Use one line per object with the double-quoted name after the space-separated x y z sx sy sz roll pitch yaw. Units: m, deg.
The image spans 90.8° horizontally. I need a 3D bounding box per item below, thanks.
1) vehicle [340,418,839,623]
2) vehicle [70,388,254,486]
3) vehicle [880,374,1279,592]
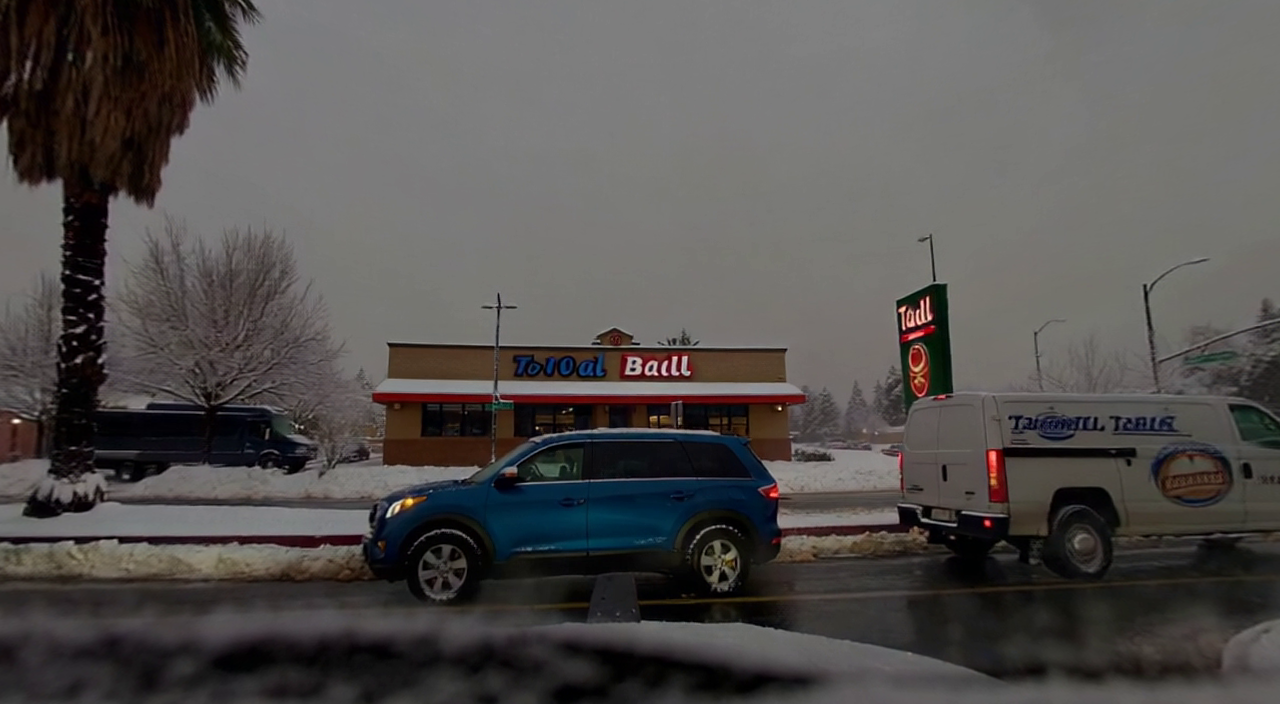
-0.488 1.646 6.859 4.493 1.728 2.137 1 -9 -9 "vehicle"
-21.676 4.011 29.439 3.034 3.929 7.699 1 -9 -6 "vehicle"
6.634 1.552 8.038 6.246 2.202 2.277 1 -9 -7 "vehicle"
